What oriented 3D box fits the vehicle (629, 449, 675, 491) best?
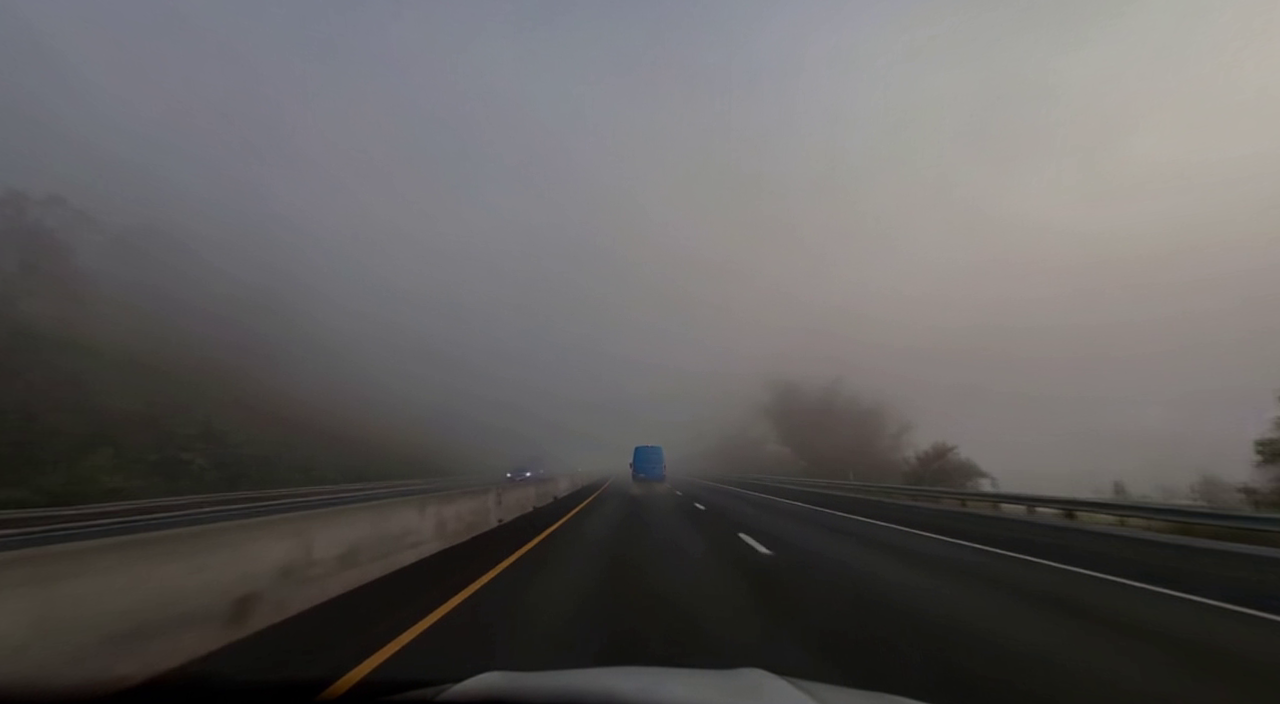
[{"bbox_3d":[0.620,6.783,36.234,2.429,2.167,4.558,1,-10,-2],"label":"vehicle"}]
